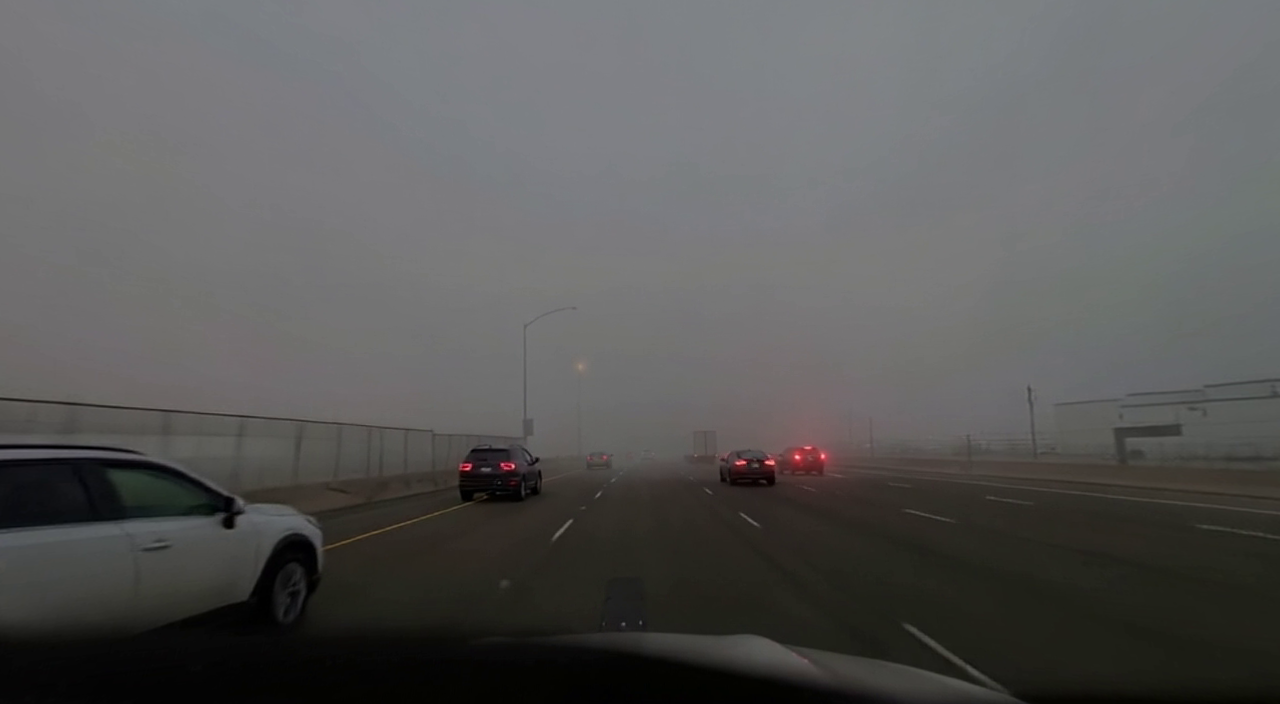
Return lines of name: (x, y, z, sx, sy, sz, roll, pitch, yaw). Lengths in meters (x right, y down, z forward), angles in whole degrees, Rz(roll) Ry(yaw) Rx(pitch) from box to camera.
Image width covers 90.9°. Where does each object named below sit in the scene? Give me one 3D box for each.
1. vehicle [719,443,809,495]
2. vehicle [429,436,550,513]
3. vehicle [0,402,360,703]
vehicle: (3.862, 3.714, 20.467, 1.942, 1.453, 4.329, -1, -8, -1)
vehicle: (-3.651, 3.031, 16.182, 2.036, 1.669, 4.112, -1, -8, 1)
vehicle: (-3.611, 1.093, 3.212, 2.067, 1.555, 4.851, -1, -8, 1)
